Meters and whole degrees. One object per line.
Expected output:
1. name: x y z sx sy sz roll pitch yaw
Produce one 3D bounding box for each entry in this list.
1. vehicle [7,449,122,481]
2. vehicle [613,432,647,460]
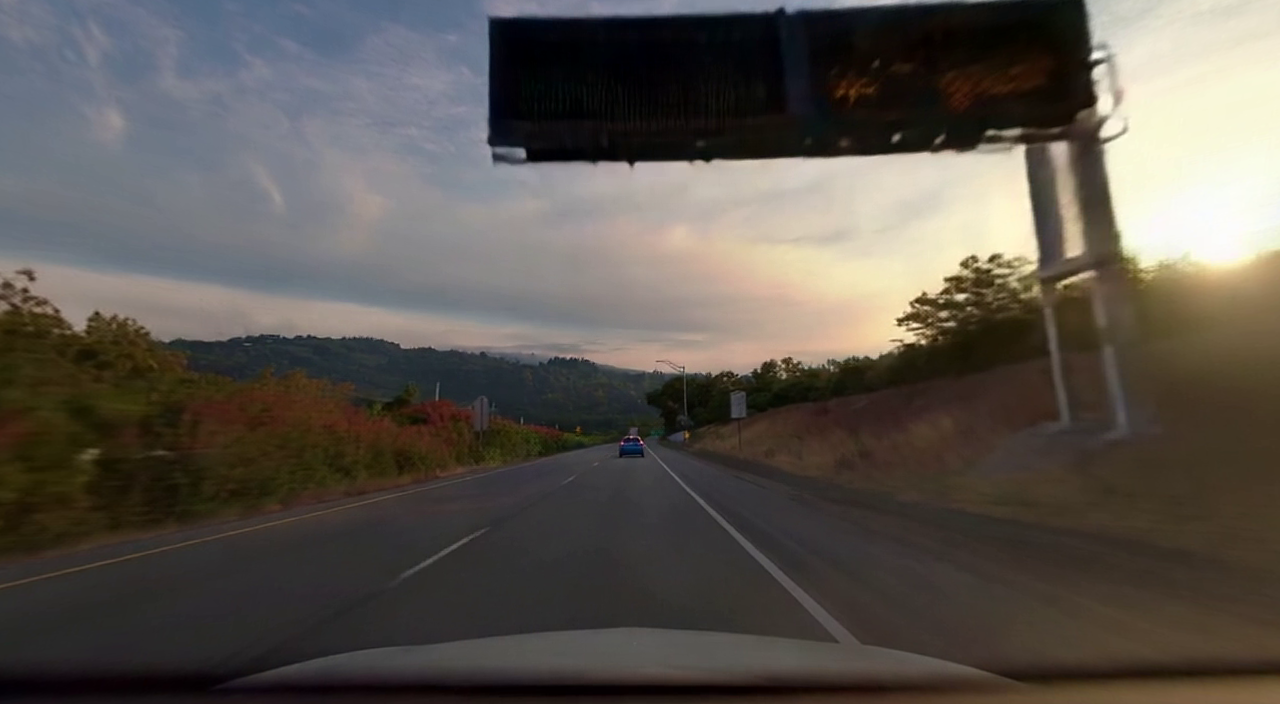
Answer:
1. vehicle: -30.153 5.906 33.195 1.799 1.450 4.560 0 -8 -1
2. vehicle: -0.650 6.317 42.454 2.180 1.717 4.139 0 -8 -1
